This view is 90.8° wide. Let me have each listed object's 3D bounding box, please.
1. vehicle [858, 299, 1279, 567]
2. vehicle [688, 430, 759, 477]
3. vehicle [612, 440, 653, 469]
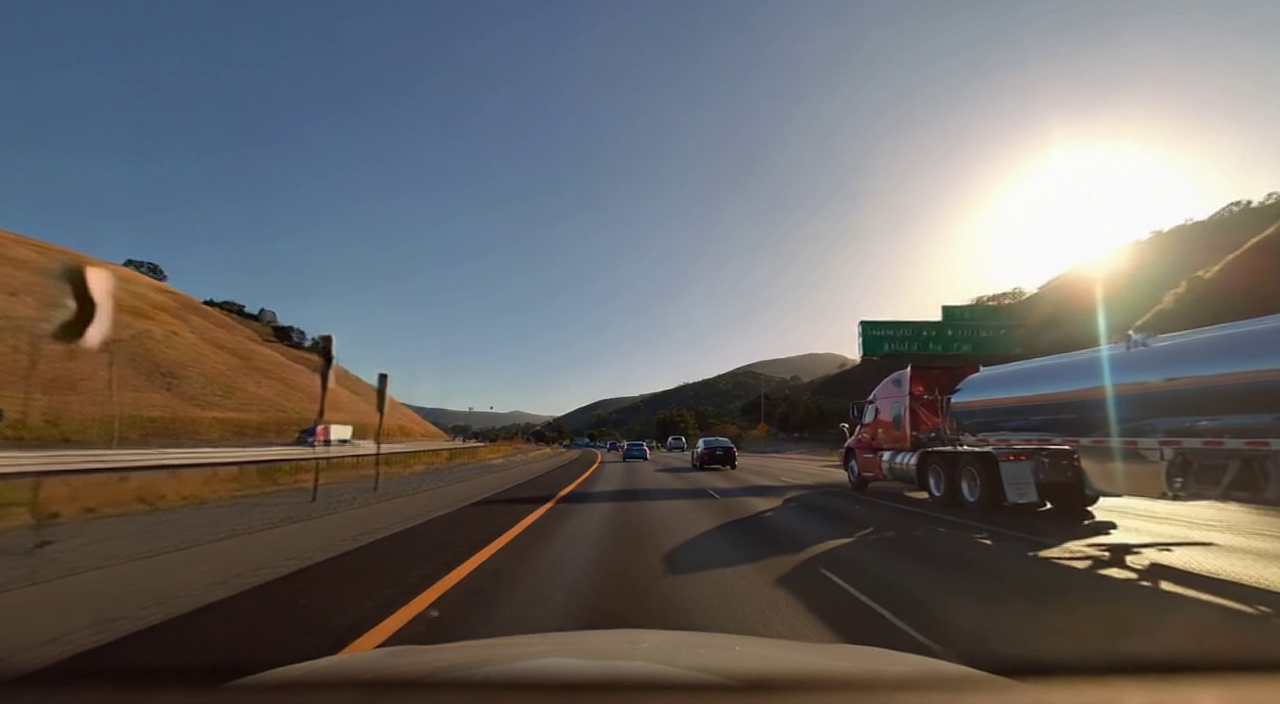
[{"bbox_3d":[7.394,1.583,11.869,2.880,2.975,9.608,0,-9,-2],"label":"vehicle"},{"bbox_3d":[3.361,4.219,26.400,2.098,1.794,4.561,0,-9,-3],"label":"vehicle"},{"bbox_3d":[-0.471,5.558,34.294,2.083,1.477,3.965,0,-9,-2],"label":"vehicle"}]
